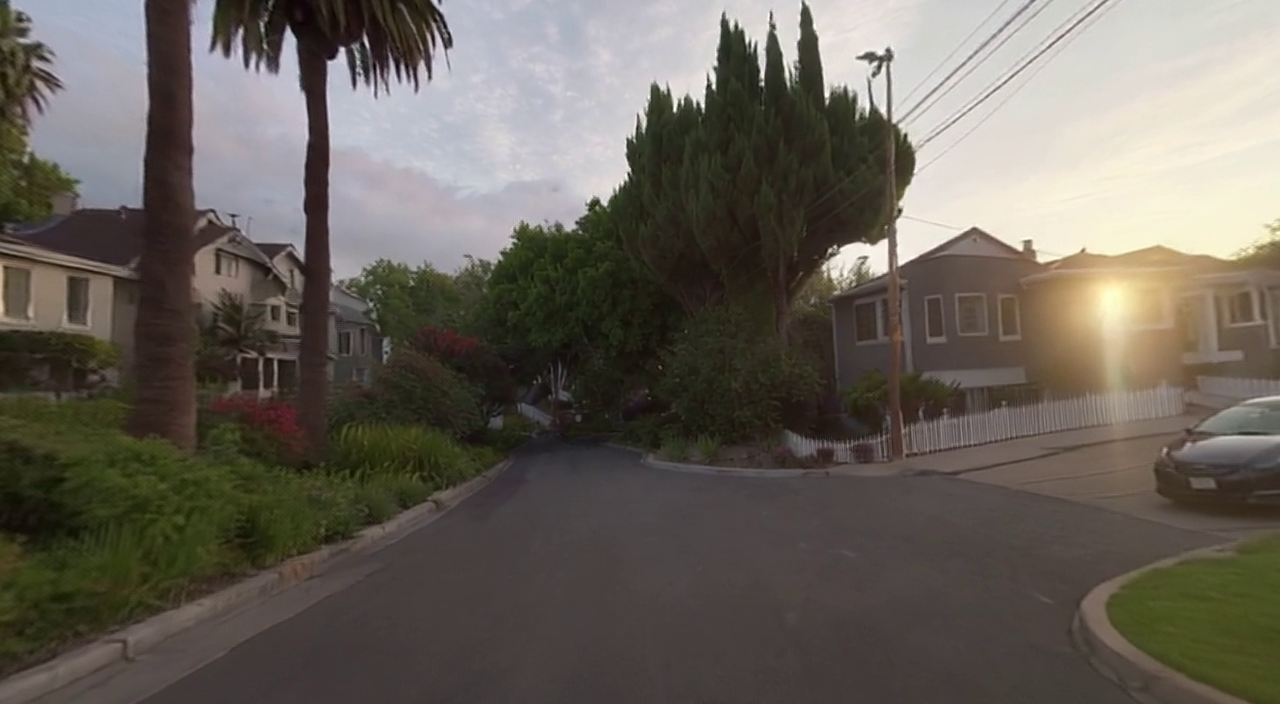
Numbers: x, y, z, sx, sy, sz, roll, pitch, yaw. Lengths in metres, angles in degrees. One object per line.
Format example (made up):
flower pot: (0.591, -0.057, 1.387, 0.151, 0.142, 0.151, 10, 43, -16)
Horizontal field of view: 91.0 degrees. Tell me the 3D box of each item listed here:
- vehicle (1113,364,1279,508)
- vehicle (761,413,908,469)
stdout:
vehicle: (10.617, 1.430, 10.187, 4.443, 1.948, 2.230, 2, -13, -16)
vehicle: (7.856, 3.656, 25.426, 5.663, 1.913, 2.170, 6, -11, -25)
